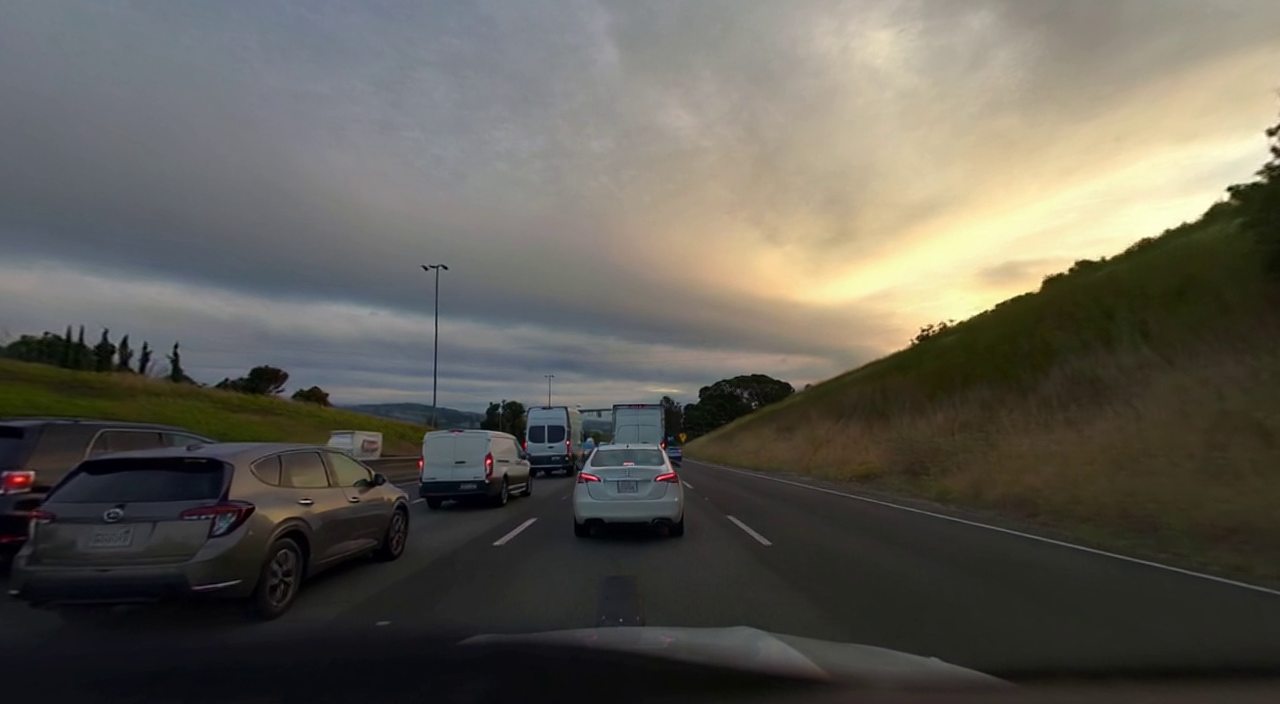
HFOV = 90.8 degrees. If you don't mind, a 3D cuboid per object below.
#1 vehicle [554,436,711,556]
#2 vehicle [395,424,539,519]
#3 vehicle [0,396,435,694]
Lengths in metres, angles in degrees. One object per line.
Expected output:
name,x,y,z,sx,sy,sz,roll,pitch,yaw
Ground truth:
vehicle,-0.101,2.098,9.762,1.995,1.495,3.380,0,-9,0
vehicle,-3.928,2.825,15.333,2.055,1.913,4.584,-1,-9,2
vehicle,-3.676,1.430,5.838,2.029,1.656,4.437,-1,-9,0
